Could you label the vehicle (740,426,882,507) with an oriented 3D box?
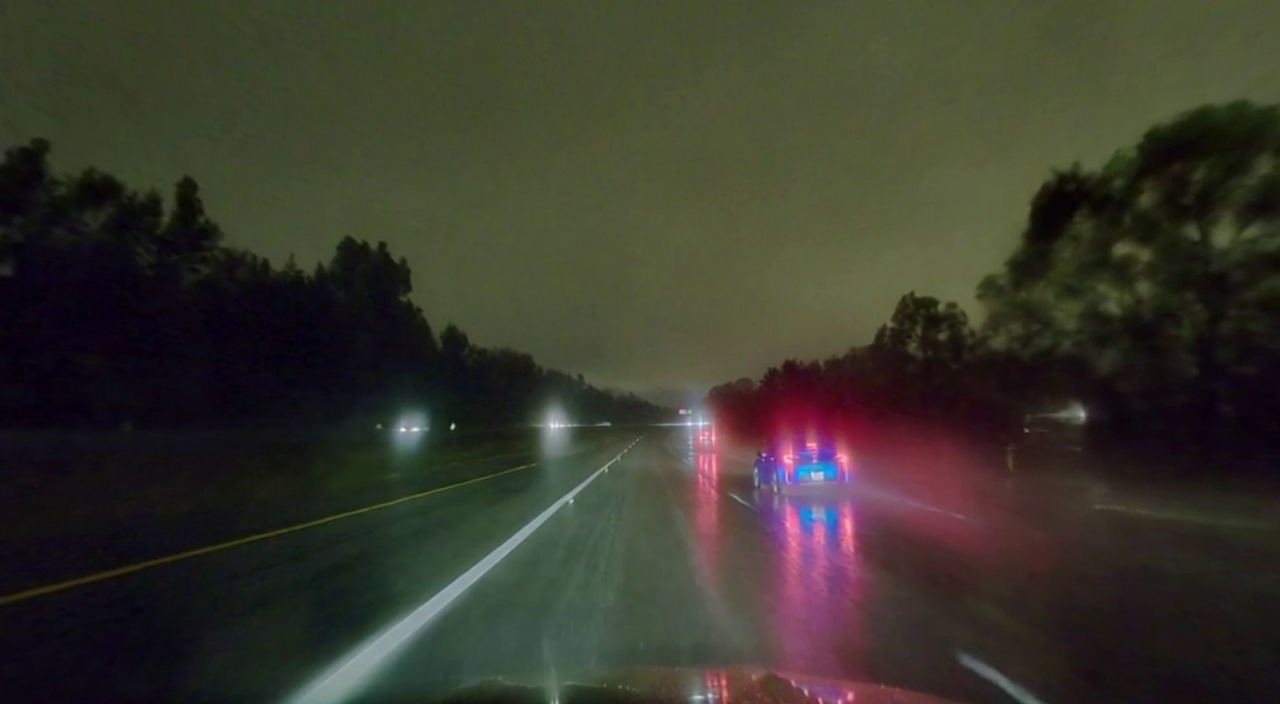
[{"bbox_3d":[3.679,2.558,14.504,2.050,1.546,4.344,0,-8,0],"label":"vehicle"}]
